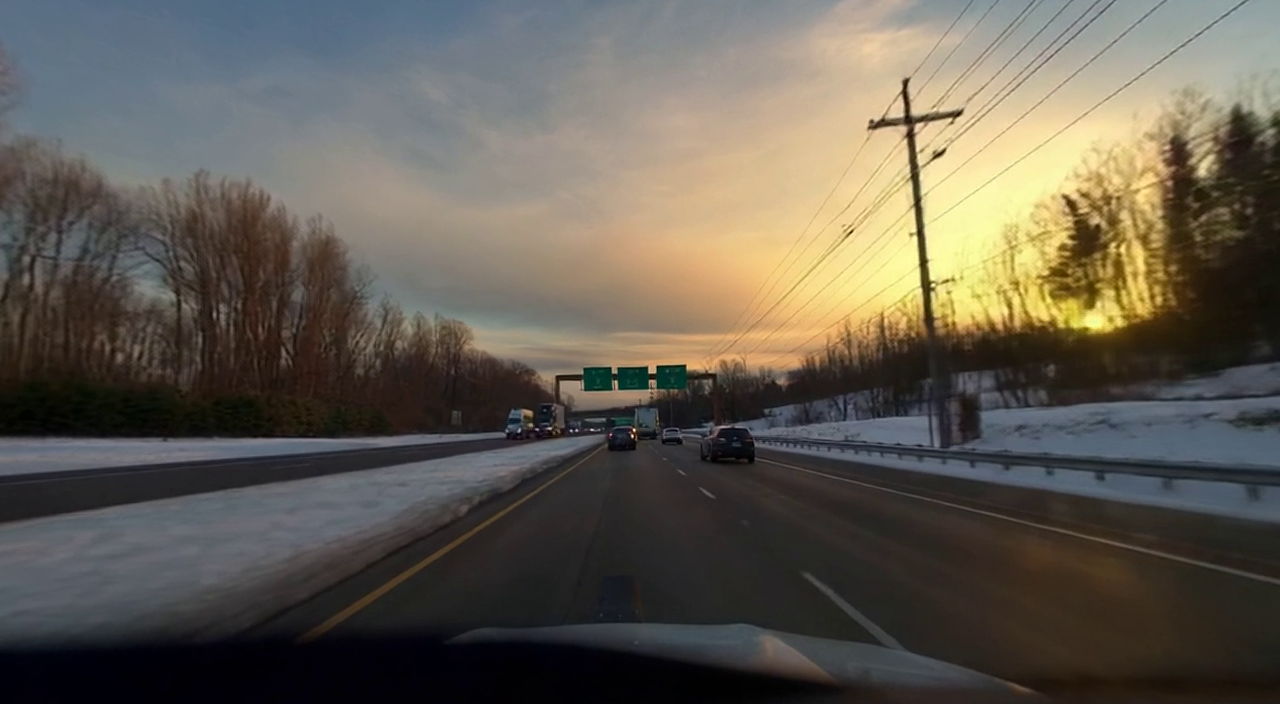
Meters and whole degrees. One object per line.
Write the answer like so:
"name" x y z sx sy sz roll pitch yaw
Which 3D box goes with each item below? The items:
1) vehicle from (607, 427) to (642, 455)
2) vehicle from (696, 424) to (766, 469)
"vehicle" -0.949 5.665 40.283 2.134 1.710 4.049 0 -7 -1
"vehicle" 3.402 3.637 24.334 2.062 1.581 3.914 0 -8 -1
